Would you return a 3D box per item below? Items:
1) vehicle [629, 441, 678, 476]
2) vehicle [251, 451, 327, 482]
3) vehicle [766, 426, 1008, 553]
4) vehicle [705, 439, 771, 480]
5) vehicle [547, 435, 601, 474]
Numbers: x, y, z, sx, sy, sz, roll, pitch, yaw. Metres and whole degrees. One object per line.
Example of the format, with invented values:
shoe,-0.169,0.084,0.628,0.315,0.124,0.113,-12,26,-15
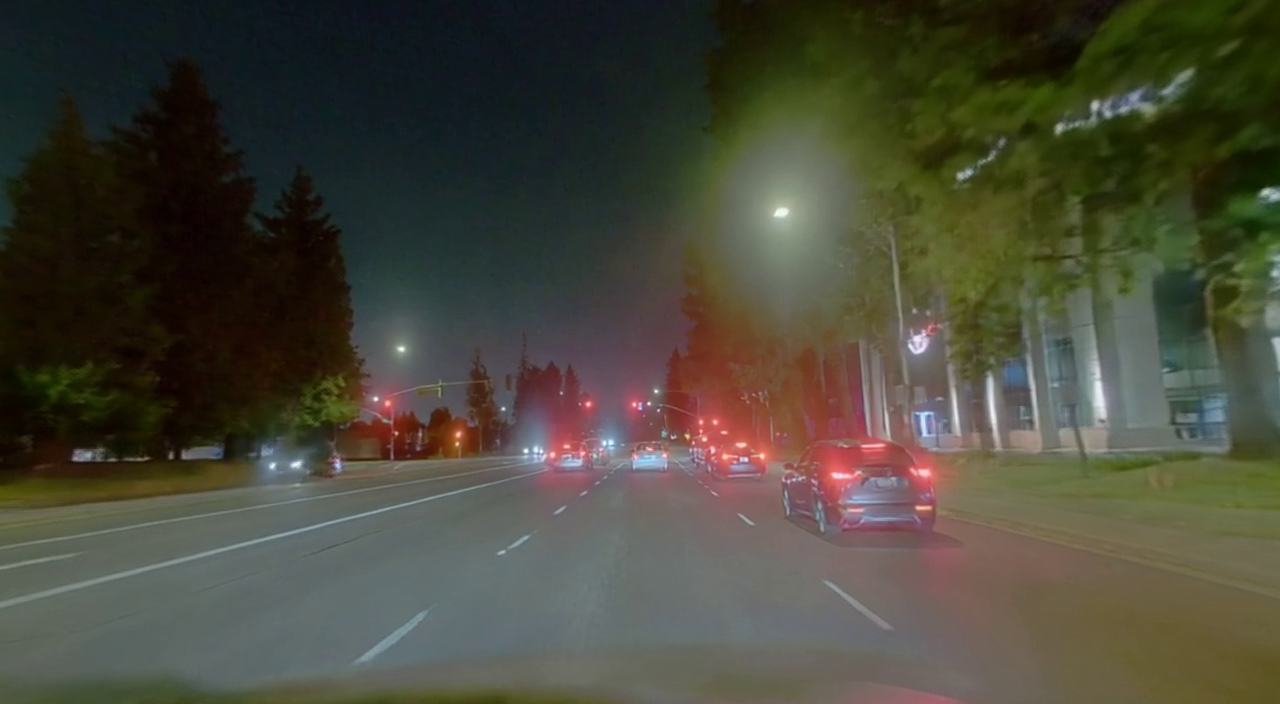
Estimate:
vehicle,0.560,4.629,27.665,1.971,1.433,3.923,0,-8,1
vehicle,-22.323,7.274,40.350,2.025,1.802,4.848,0,-8,0
vehicle,3.350,1.948,9.654,1.948,1.474,4.360,0,-8,0
vehicle,3.797,4.236,25.127,1.913,1.463,4.198,0,-8,-1
vehicle,-3.067,4.879,30.240,2.023,1.720,4.452,0,-8,1
